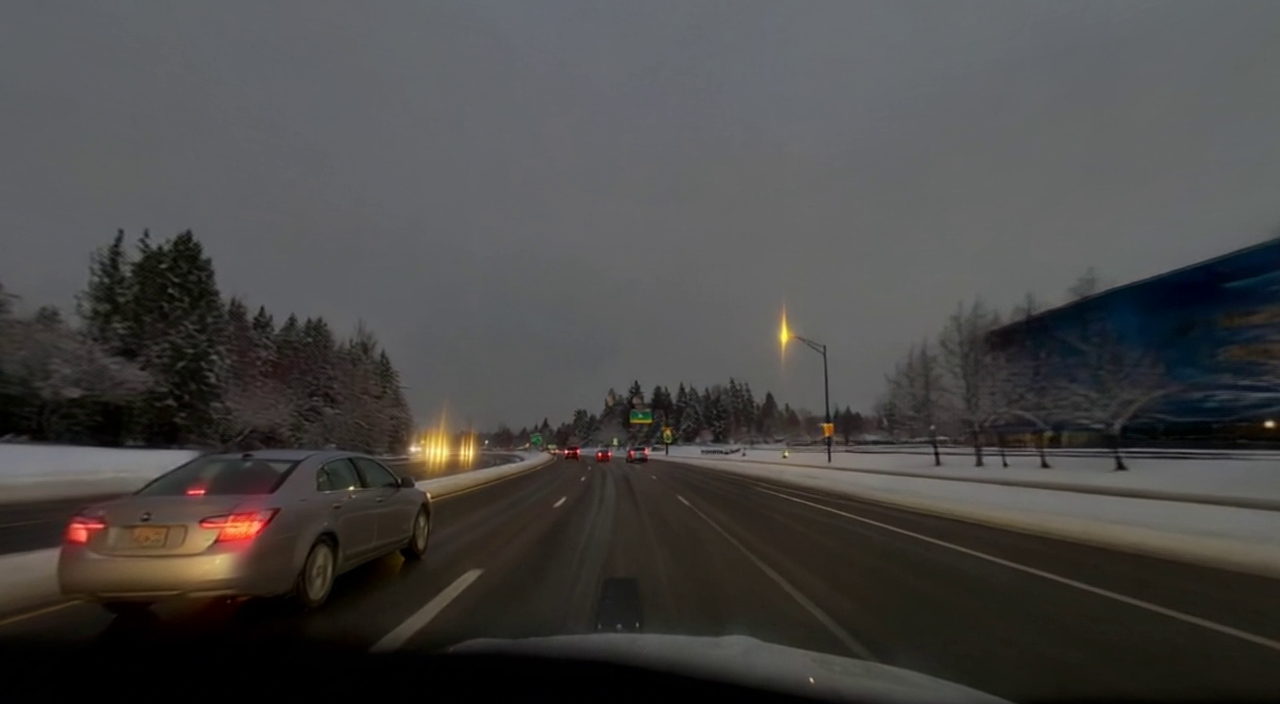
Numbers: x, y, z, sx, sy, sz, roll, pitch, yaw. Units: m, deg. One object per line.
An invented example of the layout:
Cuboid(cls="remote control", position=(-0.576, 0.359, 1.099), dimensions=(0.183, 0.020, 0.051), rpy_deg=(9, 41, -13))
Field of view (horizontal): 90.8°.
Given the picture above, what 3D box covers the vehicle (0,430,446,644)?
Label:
Cuboid(cls="vehicle", position=(-3.754, 1.620, 6.662), dimensions=(2.018, 1.476, 4.364), rpy_deg=(0, -8, 0))
